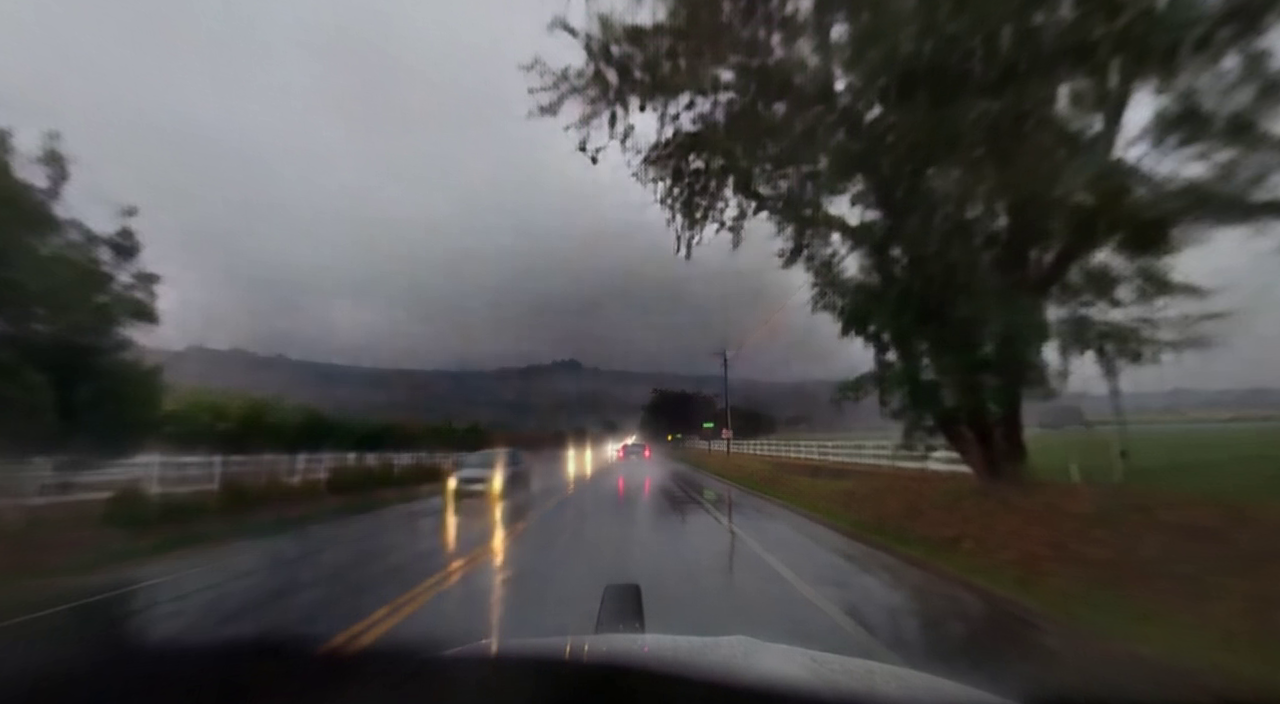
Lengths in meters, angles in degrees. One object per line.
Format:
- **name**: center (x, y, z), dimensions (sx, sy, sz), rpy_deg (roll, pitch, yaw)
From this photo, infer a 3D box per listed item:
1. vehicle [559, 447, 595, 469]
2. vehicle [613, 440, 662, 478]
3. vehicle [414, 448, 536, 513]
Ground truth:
- **vehicle**: center (-4.551, 7.690, 46.133), dimensions (2.107, 1.534, 4.752), rpy_deg (0, -9, 1)
- **vehicle**: center (-0.123, 5.061, 30.086), dimensions (2.158, 1.669, 4.006), rpy_deg (0, -9, -1)
- **vehicle**: center (-4.234, 3.335, 17.030), dimensions (2.092, 1.490, 4.422), rpy_deg (0, -9, 0)
